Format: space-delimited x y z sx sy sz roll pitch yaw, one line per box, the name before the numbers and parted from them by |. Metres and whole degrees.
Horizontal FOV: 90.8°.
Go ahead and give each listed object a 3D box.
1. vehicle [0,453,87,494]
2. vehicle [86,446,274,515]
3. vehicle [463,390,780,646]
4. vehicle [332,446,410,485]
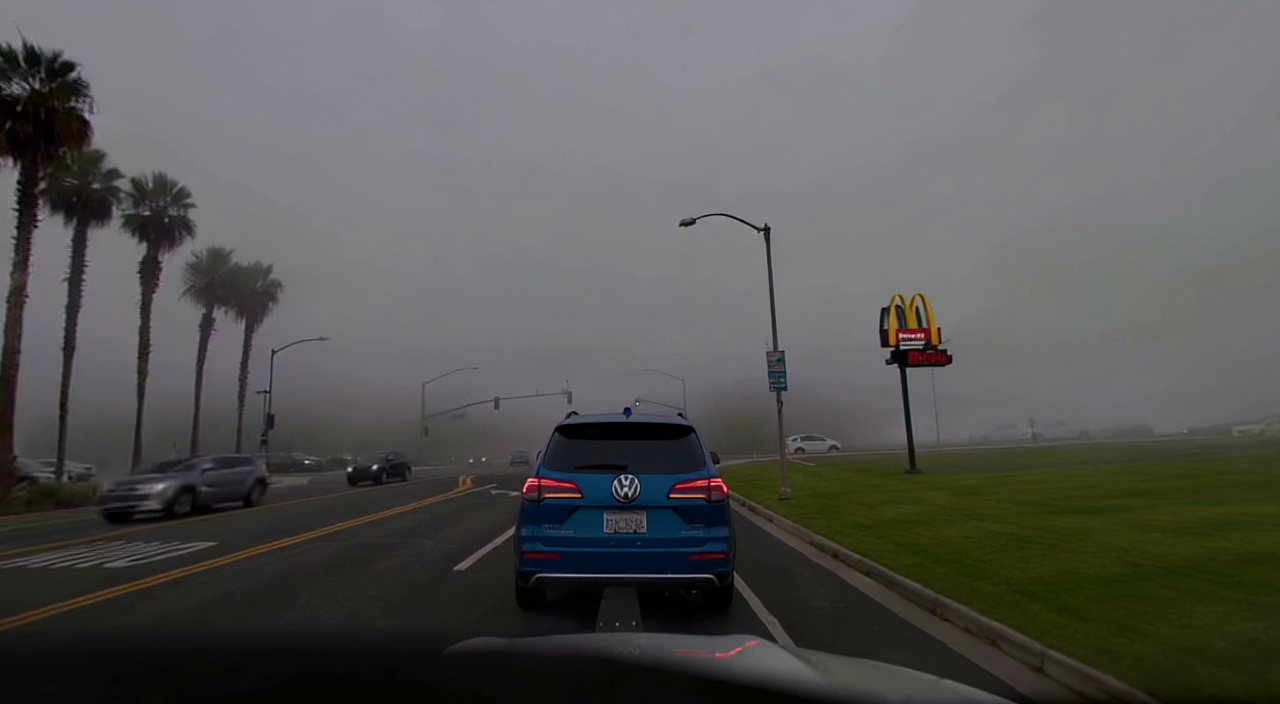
vehicle | -28.117 5.416 28.217 4.584 1.714 2.186 4 -10 -27
vehicle | -12.909 3.583 18.190 1.965 1.718 4.466 0 -9 1
vehicle | -0.143 1.418 6.328 2.137 1.728 3.926 0 -9 -1
vehicle | -13.915 5.867 33.070 2.029 1.820 4.915 0 -9 -2
